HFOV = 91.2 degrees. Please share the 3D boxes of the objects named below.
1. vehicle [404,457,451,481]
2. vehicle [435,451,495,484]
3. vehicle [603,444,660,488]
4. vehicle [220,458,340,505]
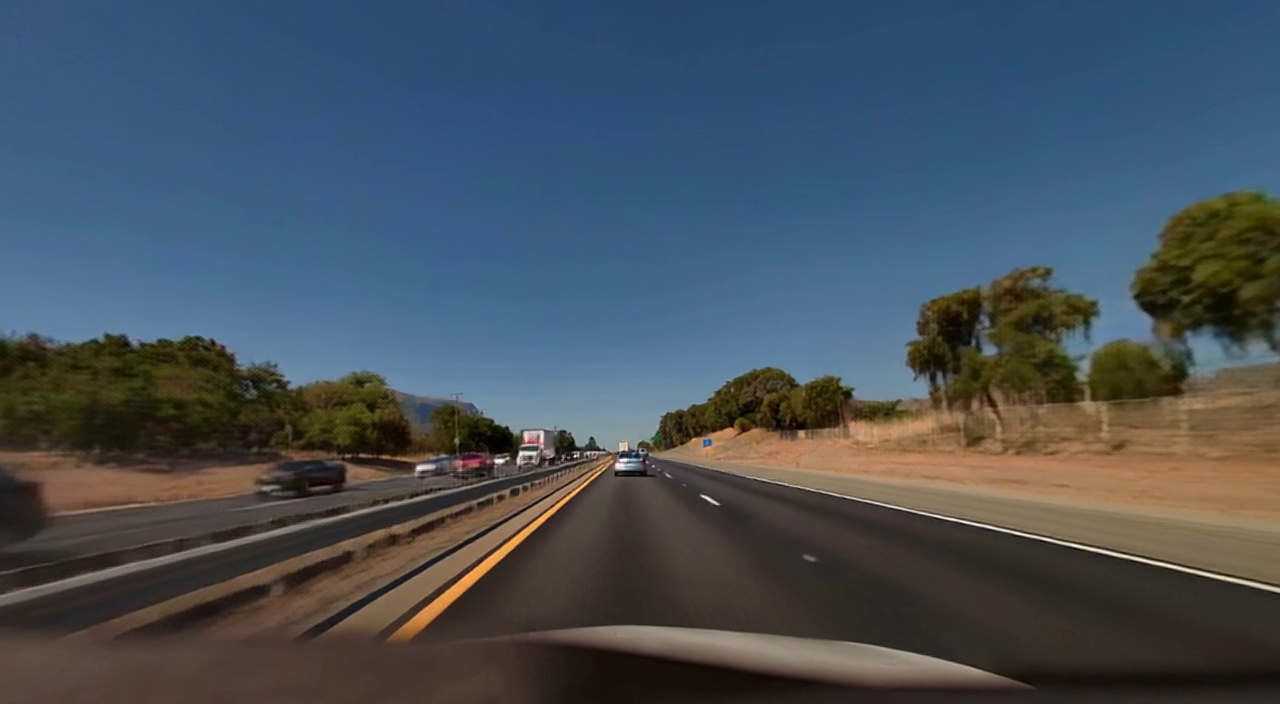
[{"bbox_3d":[-13.763,7.574,40.811,1.822,1.457,3.708,0,-9,-1],"label":"vehicle"},{"bbox_3d":[-8.904,5.904,32.277,1.893,1.519,4.127,0,-9,0],"label":"vehicle"},{"bbox_3d":[-0.346,4.314,24.013,1.971,1.518,4.108,0,-9,-1],"label":"vehicle"},{"bbox_3d":[-13.302,4.788,23.541,1.853,1.500,4.552,0,-9,-1],"label":"vehicle"}]
